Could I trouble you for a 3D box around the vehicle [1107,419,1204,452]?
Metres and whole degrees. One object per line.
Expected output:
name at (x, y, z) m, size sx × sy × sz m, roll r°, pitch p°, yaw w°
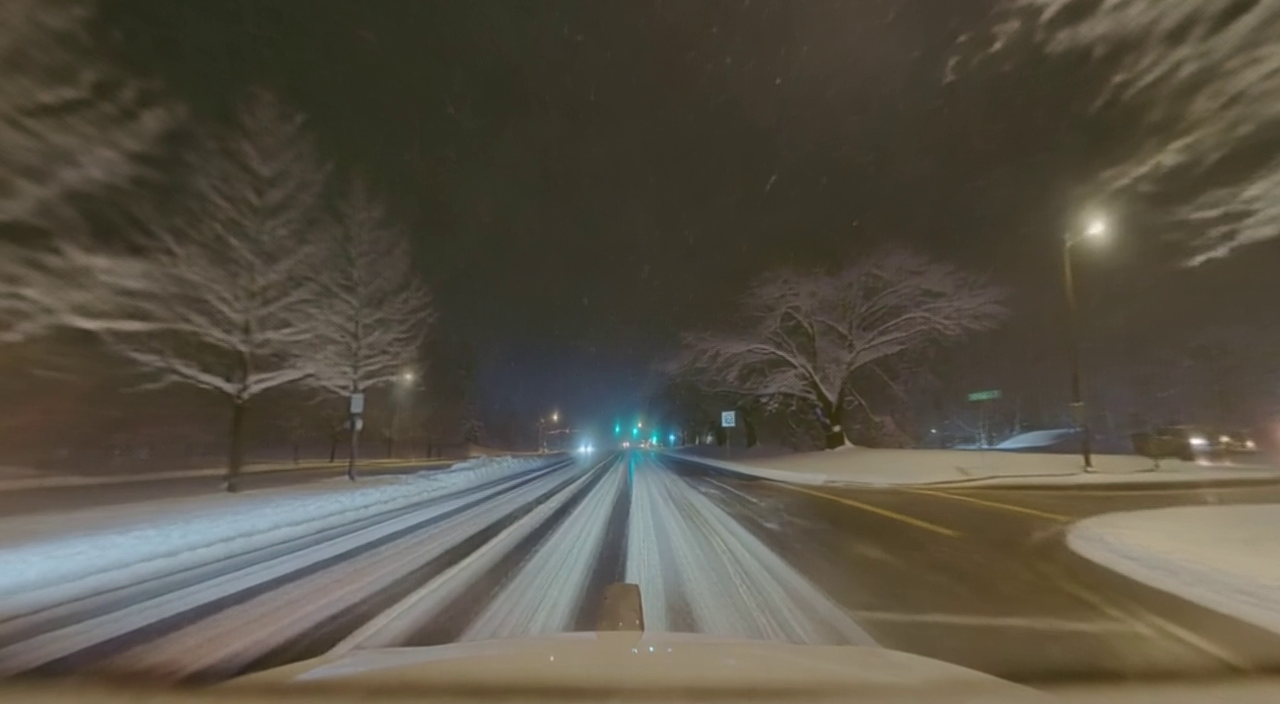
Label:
vehicle at (29.841, 4.852, 36.501) m, size 3.879 × 1.820 × 1.862 m, roll 0°, pitch -8°, yaw 2°
